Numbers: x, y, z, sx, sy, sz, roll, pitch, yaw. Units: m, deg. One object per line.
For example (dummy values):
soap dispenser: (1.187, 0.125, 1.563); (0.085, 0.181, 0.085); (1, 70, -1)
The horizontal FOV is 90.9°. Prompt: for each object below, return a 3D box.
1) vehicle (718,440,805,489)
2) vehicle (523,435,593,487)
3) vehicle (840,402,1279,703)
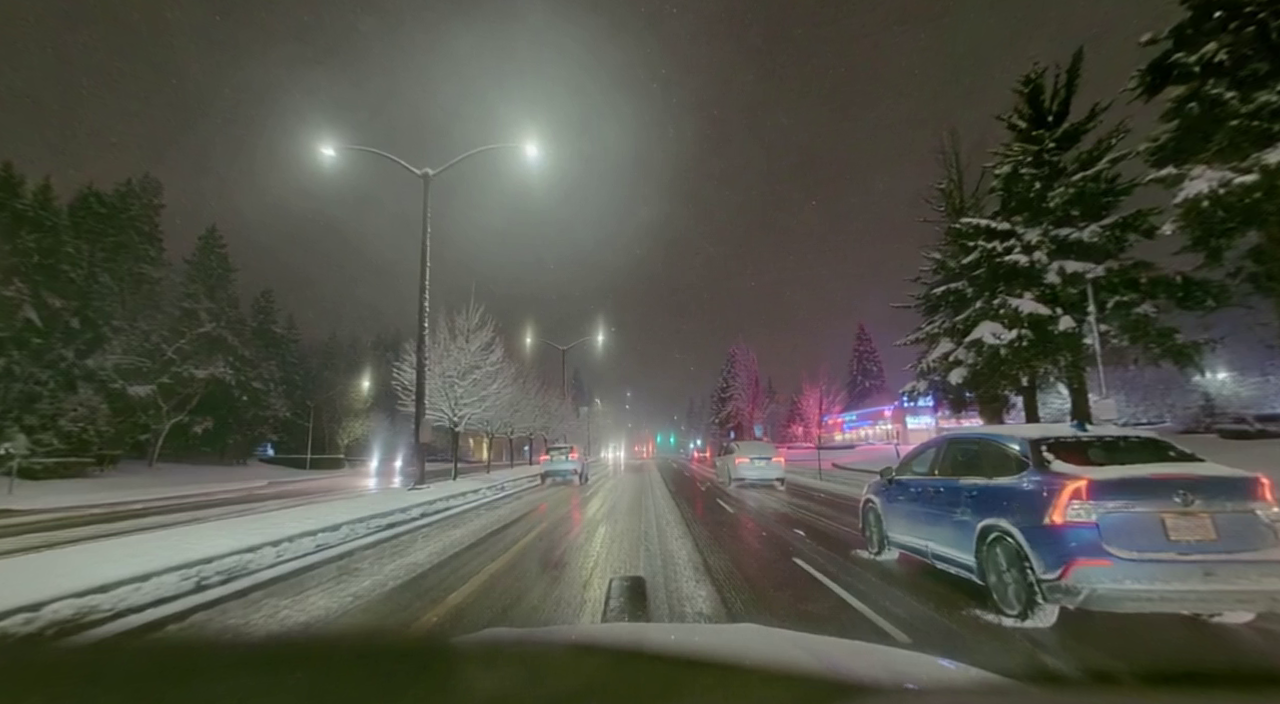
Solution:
vehicle: (4.052, 3.848, 21.915); (2.036, 1.480, 4.659); (0, -8, -1)
vehicle: (-2.979, 4.071, 23.861); (1.981, 1.731, 4.360); (0, -8, 1)
vehicle: (3.472, 1.330, 5.356); (1.976, 1.491, 4.714); (0, -8, 0)
